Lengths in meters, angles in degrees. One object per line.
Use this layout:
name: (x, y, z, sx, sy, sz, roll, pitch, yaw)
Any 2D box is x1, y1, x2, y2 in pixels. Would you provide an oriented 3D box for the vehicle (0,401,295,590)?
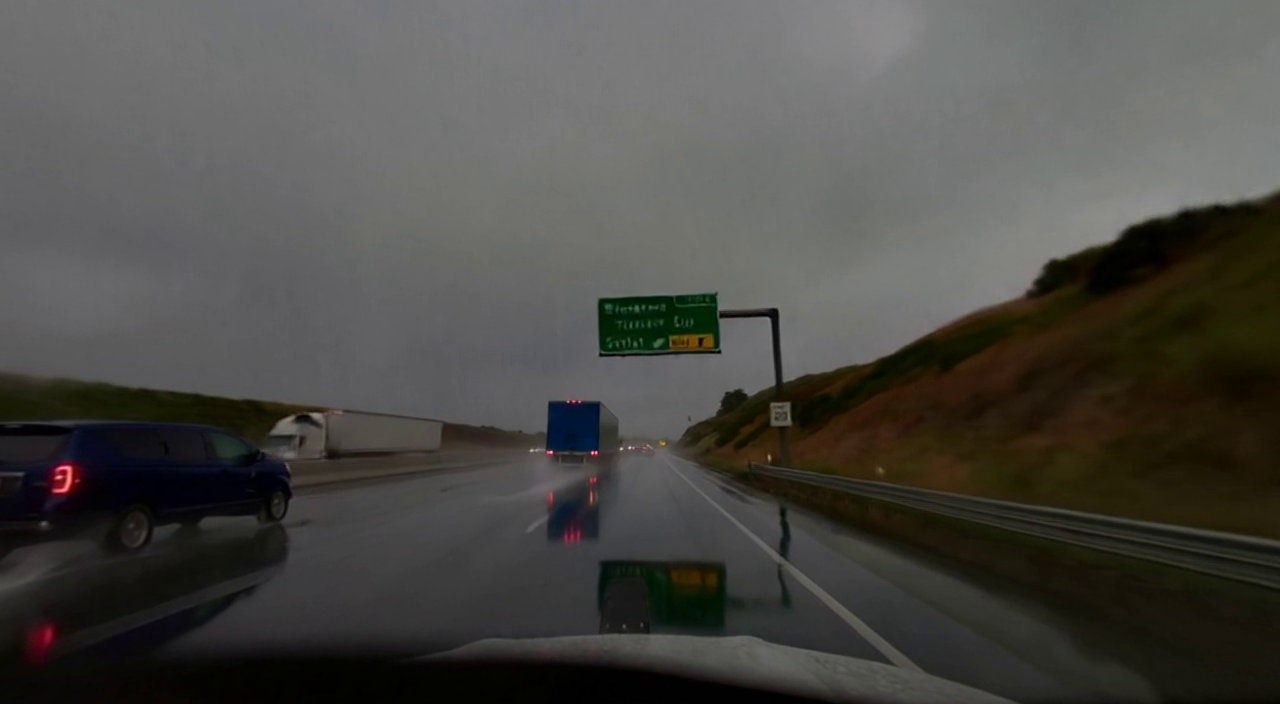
vehicle: (-7.404, 1.793, 8.806, 2.175, 1.860, 5.236, 0, -8, 0)

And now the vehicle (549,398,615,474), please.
vehicle: (-3.445, 5.643, 41.750, 2.893, 4.073, 15.281, 0, -8, 0)
